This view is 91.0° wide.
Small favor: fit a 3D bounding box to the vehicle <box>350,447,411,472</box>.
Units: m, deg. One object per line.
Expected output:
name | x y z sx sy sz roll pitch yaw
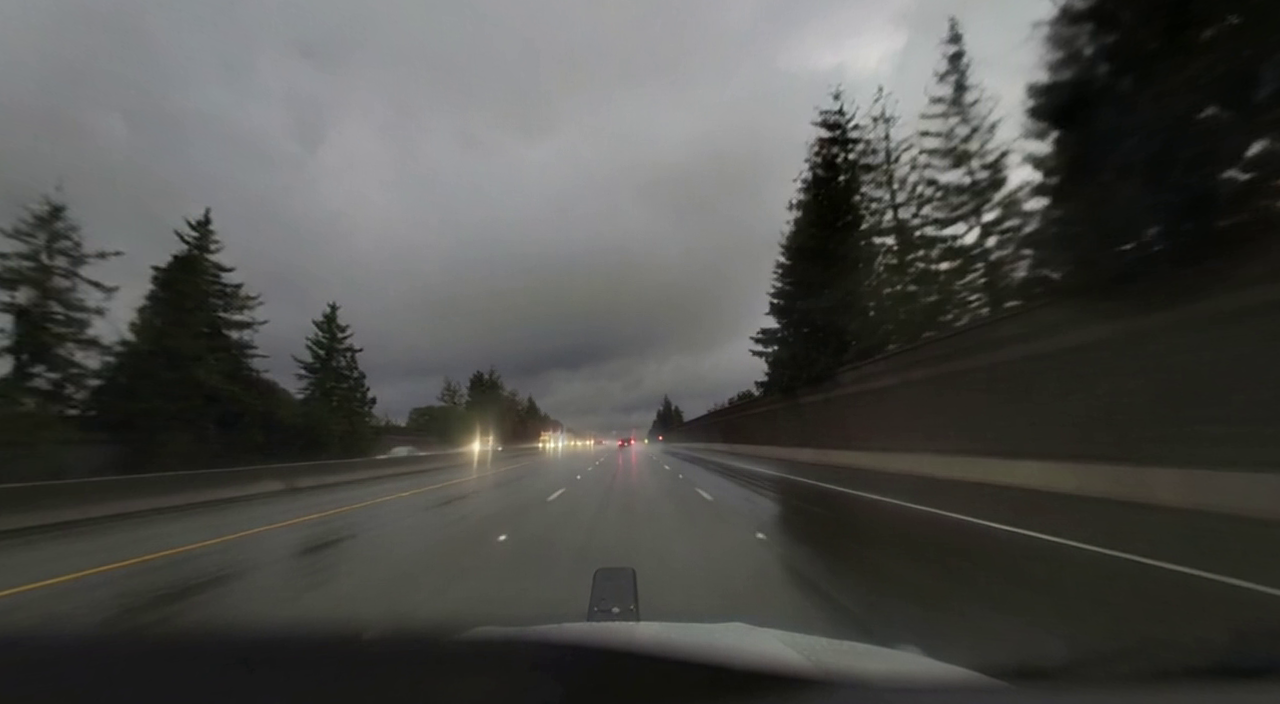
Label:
vehicle | -16.587 6.891 40.552 2.035 1.457 4.716 0 -8 -1
